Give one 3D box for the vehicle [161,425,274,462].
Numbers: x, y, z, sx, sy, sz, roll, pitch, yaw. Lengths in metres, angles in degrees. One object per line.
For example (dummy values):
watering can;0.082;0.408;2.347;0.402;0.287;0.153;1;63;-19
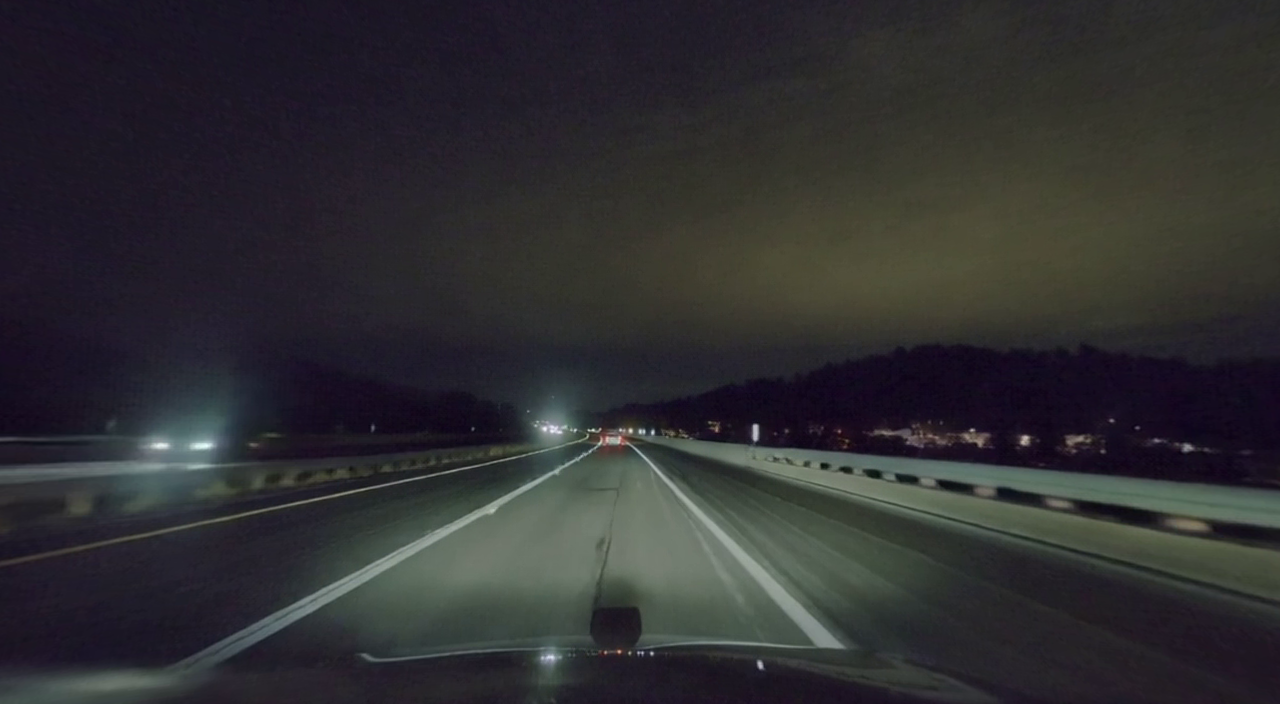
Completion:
vehicle;-19.228;4.180;28.903;1.937;1.509;4.603;0;-8;1
